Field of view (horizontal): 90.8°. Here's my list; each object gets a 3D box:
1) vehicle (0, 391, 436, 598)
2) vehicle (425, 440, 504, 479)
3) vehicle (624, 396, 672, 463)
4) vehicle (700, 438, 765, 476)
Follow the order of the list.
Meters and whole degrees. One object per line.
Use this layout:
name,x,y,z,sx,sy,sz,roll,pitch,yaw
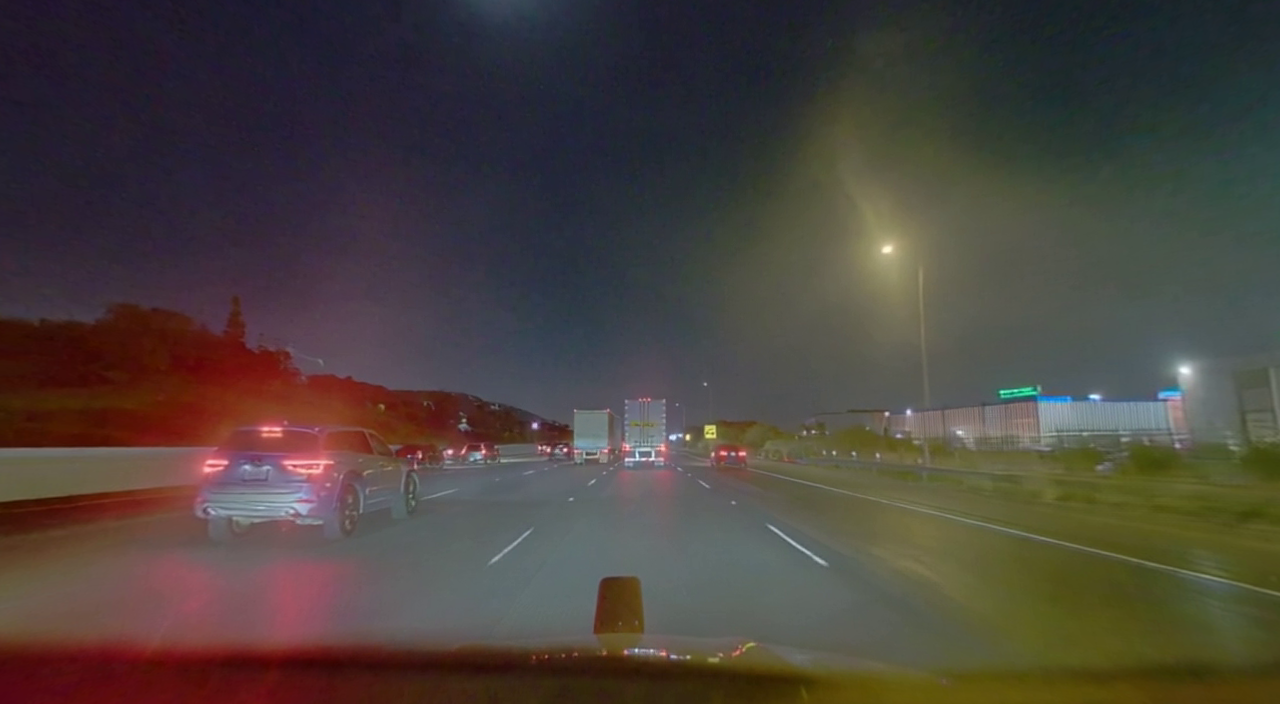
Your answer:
vehicle,-4.345,1.537,7.662,2.122,1.754,4.379,0,-9,2
vehicle,-7.172,4.403,26.242,1.891,1.460,4.506,0,-8,1
vehicle,0.507,5.580,44.383,2.969,4.104,10.906,0,-9,0
vehicle,3.749,4.356,26.366,2.006,1.452,4.246,0,-9,-1
